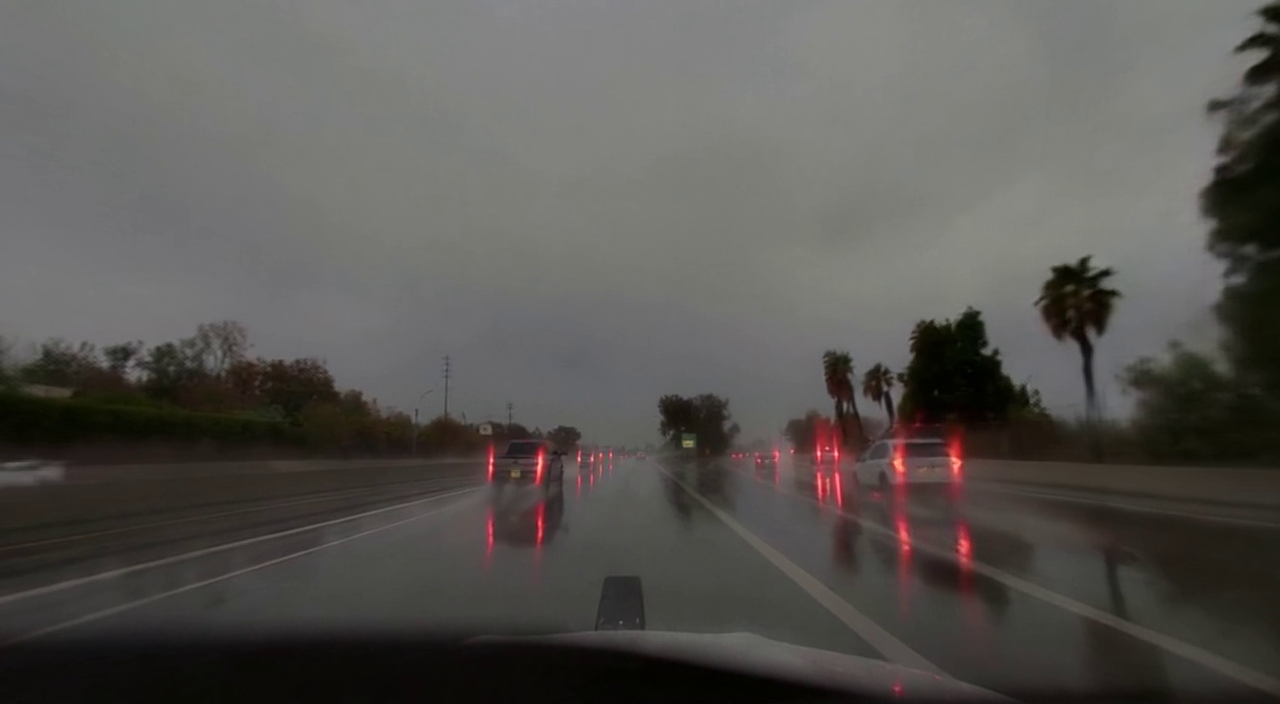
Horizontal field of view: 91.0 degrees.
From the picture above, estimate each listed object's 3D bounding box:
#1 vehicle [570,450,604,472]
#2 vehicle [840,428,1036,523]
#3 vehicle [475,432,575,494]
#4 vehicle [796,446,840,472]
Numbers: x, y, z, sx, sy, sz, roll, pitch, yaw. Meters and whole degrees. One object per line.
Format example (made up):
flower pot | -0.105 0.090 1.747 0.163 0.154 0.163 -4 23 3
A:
vehicle | -3.798 7.916 45.884 2.052 1.545 4.470 0 -9 1
vehicle | 6.561 2.785 14.778 2.303 1.791 5.247 -1 -9 4
vehicle | -3.916 3.936 22.703 2.420 1.937 5.916 0 -9 1
vehicle | 12.999 7.831 46.259 1.991 1.755 4.836 -1 -9 3
